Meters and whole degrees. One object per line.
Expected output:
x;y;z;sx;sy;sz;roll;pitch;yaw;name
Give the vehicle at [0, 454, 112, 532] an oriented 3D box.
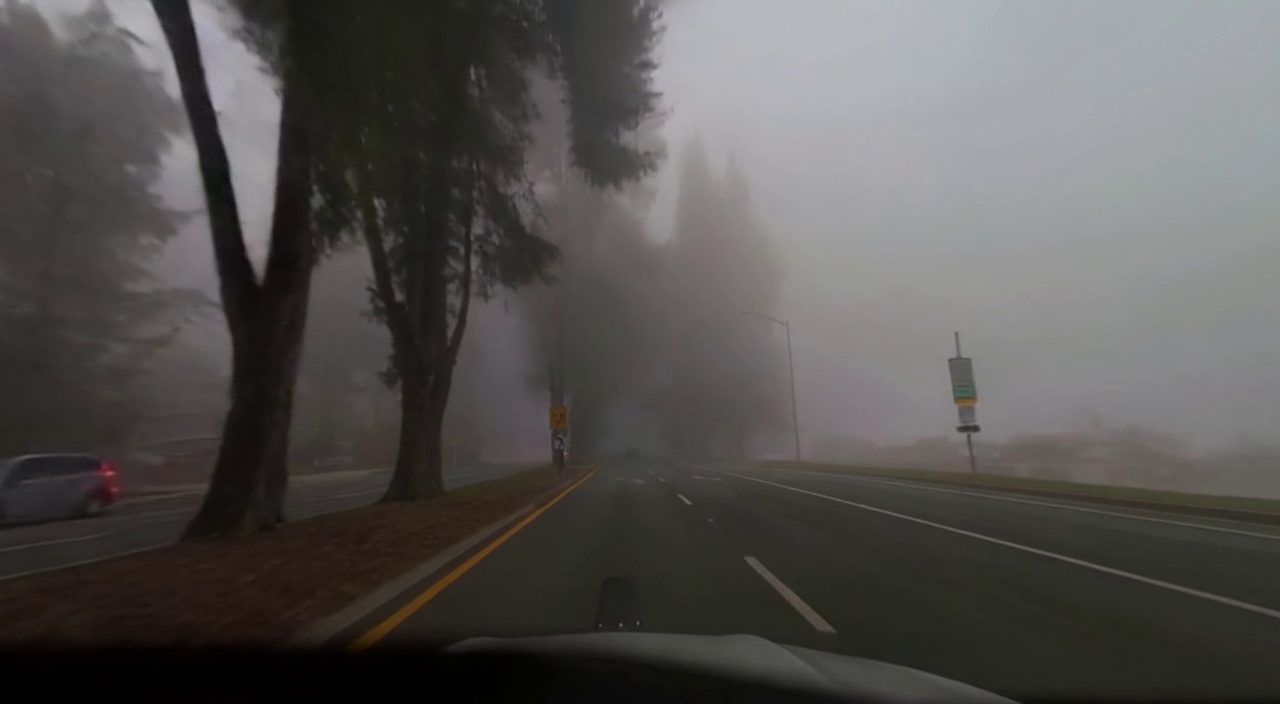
-15.690;3.366;15.107;2.022;1.738;4.668;-1;-9;1;vehicle
